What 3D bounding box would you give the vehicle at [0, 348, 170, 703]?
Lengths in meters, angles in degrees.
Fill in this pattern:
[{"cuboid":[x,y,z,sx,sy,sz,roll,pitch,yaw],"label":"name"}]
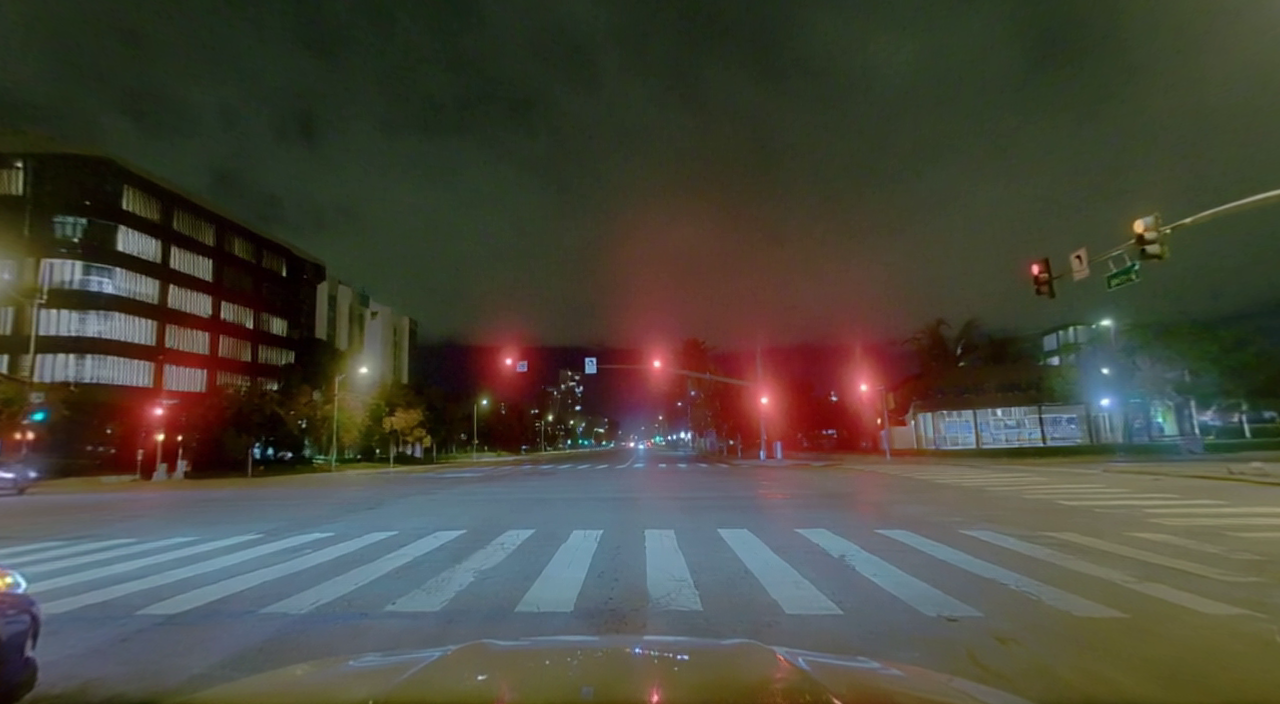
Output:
[{"cuboid":[-3.631,0.620,1.059,2.109,1.692,4.587,0,-8,0],"label":"vehicle"}]
